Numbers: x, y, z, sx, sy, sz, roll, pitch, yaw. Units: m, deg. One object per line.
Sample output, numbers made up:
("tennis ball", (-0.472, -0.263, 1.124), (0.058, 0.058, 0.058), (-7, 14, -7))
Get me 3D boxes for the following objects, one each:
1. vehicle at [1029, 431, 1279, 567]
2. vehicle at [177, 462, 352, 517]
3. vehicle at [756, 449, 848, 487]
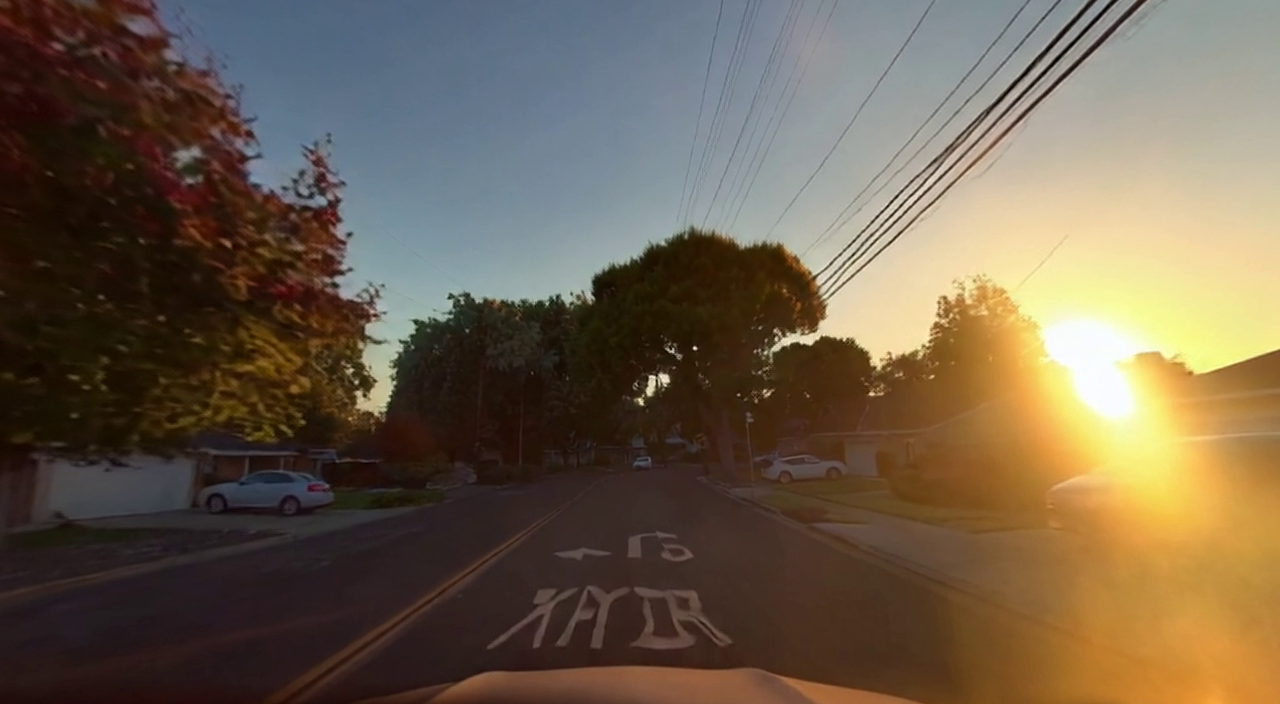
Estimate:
("vehicle", (8.774, 1.953, 8.792), (5.379, 1.611, 2.040), (0, -9, -2))
("vehicle", (-11.738, 4.295, 19.968), (4.243, 1.598, 2.003), (0, -9, 3))
("vehicle", (7.706, 5.522, 30.334), (3.846, 1.725, 1.920), (1, -9, -4))
